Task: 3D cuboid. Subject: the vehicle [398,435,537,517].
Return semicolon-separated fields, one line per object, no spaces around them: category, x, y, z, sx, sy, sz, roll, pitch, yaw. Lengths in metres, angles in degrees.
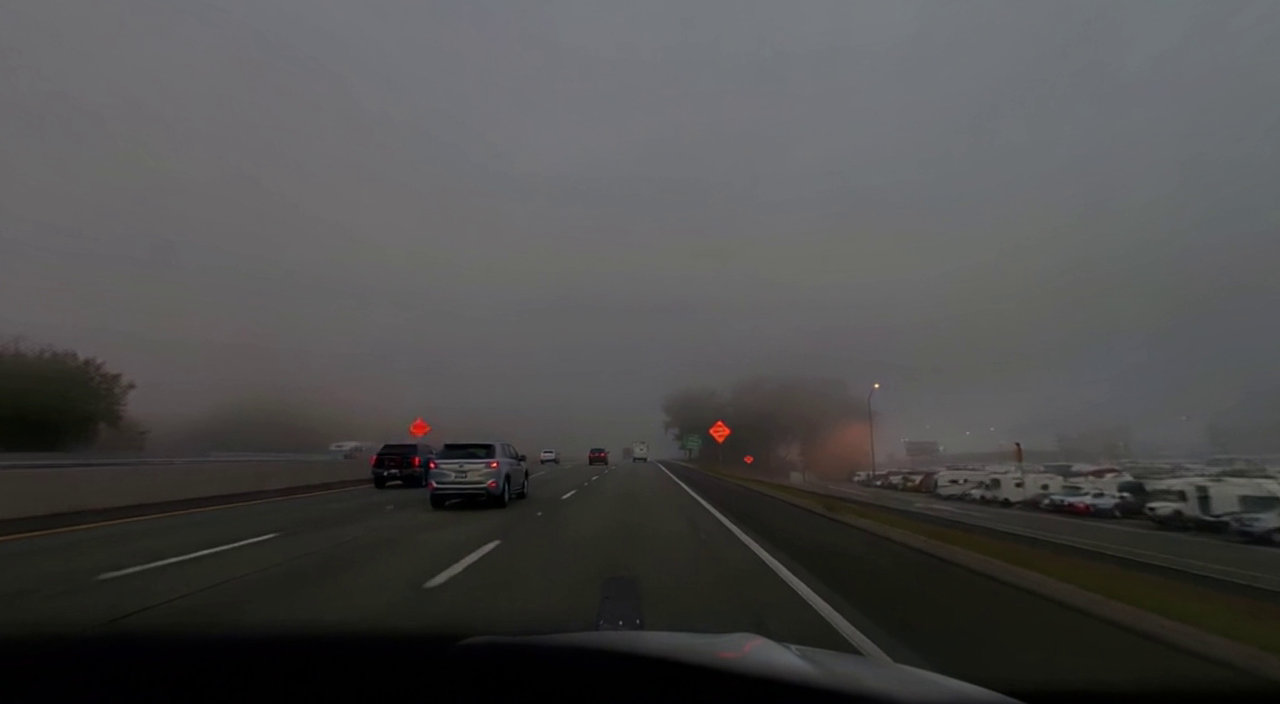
vehicle;-3.910;2.891;15.171;2.070;1.665;4.213;0;-9;1

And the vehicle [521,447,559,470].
vehicle;-7.492;8.056;47.773;2.046;1.644;4.422;0;-9;1
